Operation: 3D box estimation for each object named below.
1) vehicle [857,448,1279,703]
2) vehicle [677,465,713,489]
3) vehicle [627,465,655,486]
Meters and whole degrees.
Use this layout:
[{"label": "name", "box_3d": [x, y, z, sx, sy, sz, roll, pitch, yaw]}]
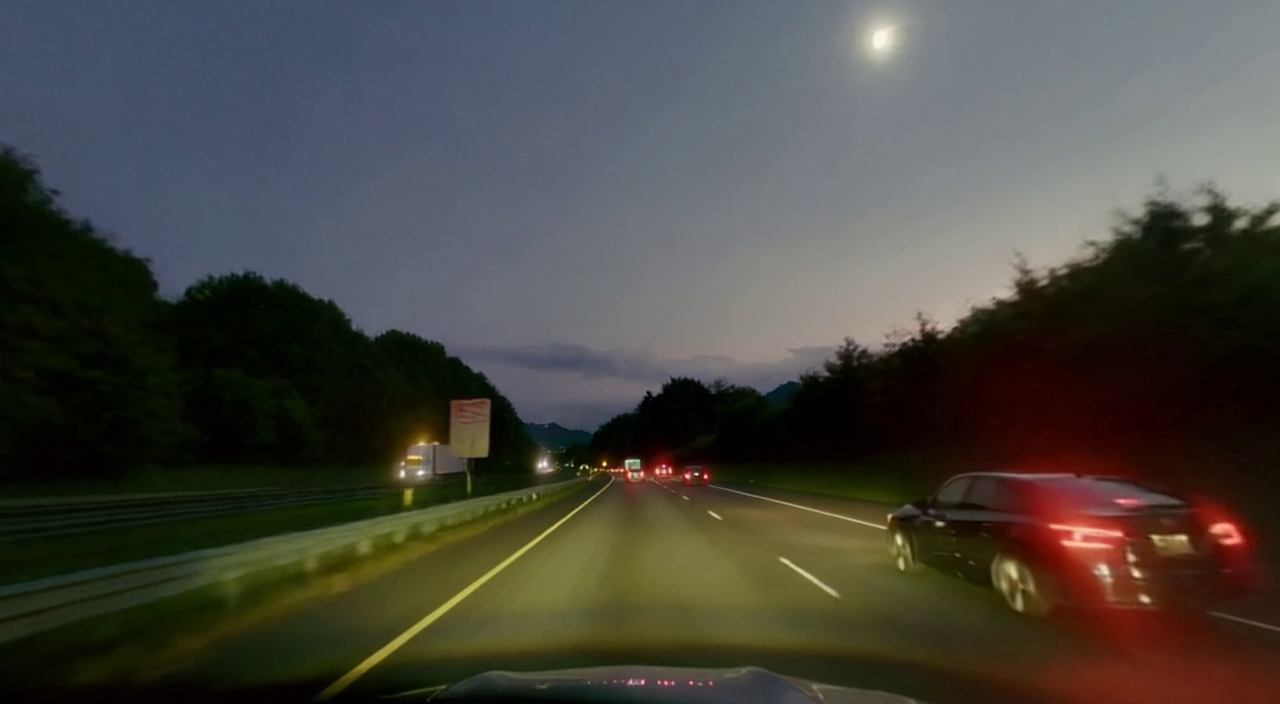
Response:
[{"label": "vehicle", "box_3d": [3.954, 1.713, 5.900, 2.018, 1.426, 4.941, 1, -10, -1]}, {"label": "vehicle", "box_3d": [3.645, 8.370, 42.221, 1.976, 1.467, 3.783, 1, -10, -2]}, {"label": "vehicle", "box_3d": [0.065, 8.969, 45.854, 1.980, 1.483, 3.865, 1, -10, 0]}]
